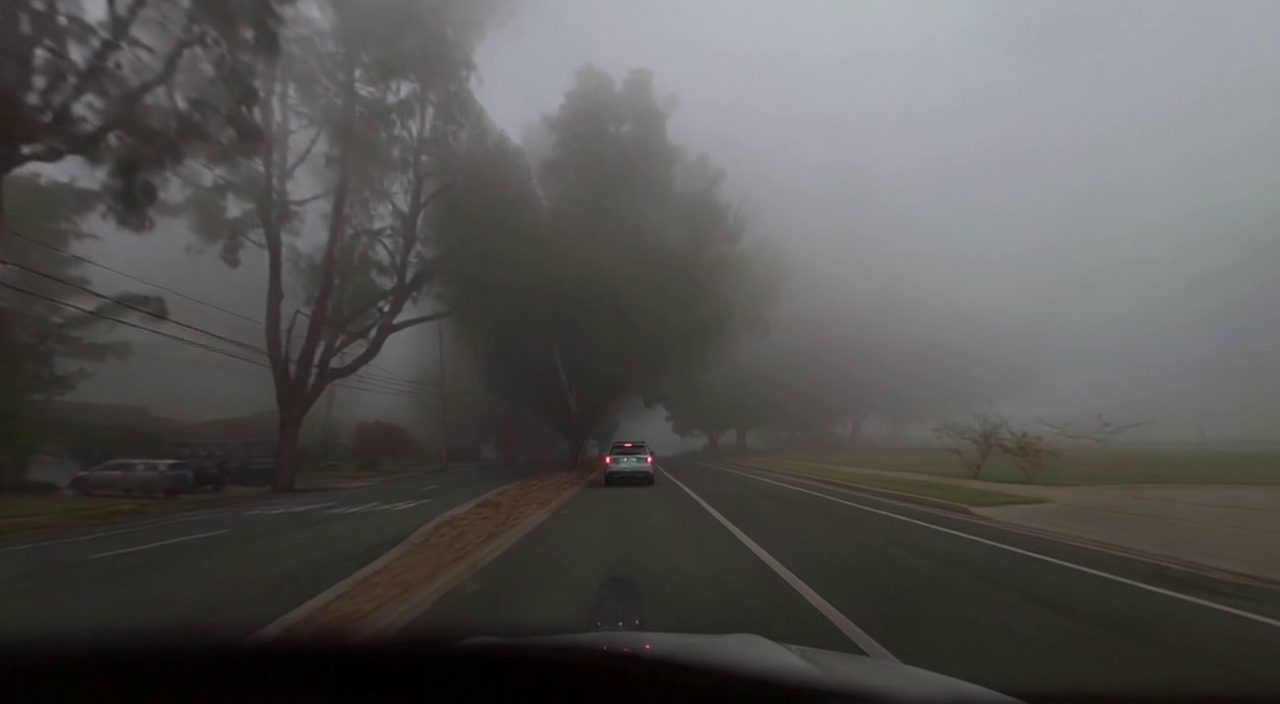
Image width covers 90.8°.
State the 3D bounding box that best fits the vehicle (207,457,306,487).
[{"bbox_3d":[-21.655,6.779,35.795,4.366,1.526,1.921,0,-9,0],"label":"vehicle"}]

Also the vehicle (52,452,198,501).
[{"bbox_3d":[-21.633,5.222,26.669,4.470,1.917,1.932,-1,-9,3],"label":"vehicle"}]

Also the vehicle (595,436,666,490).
[{"bbox_3d":[-0.279,3.738,21.629,2.181,1.639,4.127,0,-9,0],"label":"vehicle"}]
